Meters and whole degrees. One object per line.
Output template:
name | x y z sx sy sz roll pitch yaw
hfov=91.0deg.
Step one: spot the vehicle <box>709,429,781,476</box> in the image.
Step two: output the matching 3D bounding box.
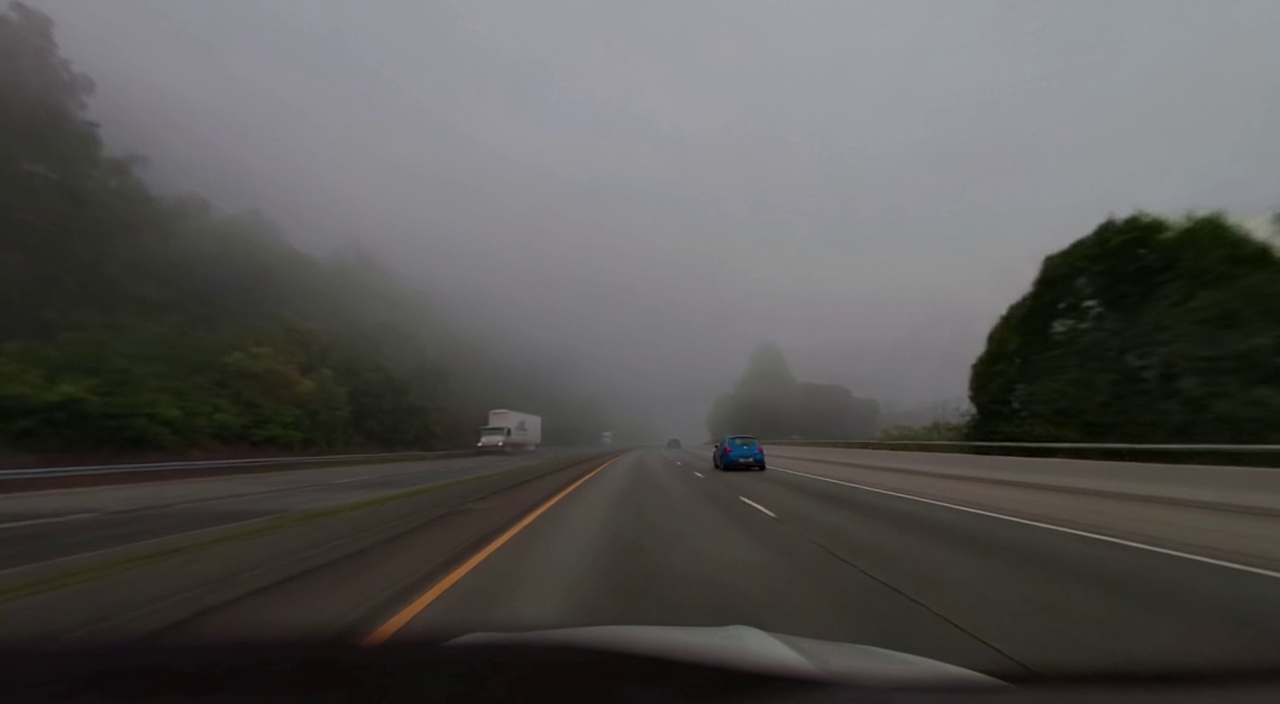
vehicle | 4.009 3.901 24.724 2.022 1.663 4.245 0 -8 -1
